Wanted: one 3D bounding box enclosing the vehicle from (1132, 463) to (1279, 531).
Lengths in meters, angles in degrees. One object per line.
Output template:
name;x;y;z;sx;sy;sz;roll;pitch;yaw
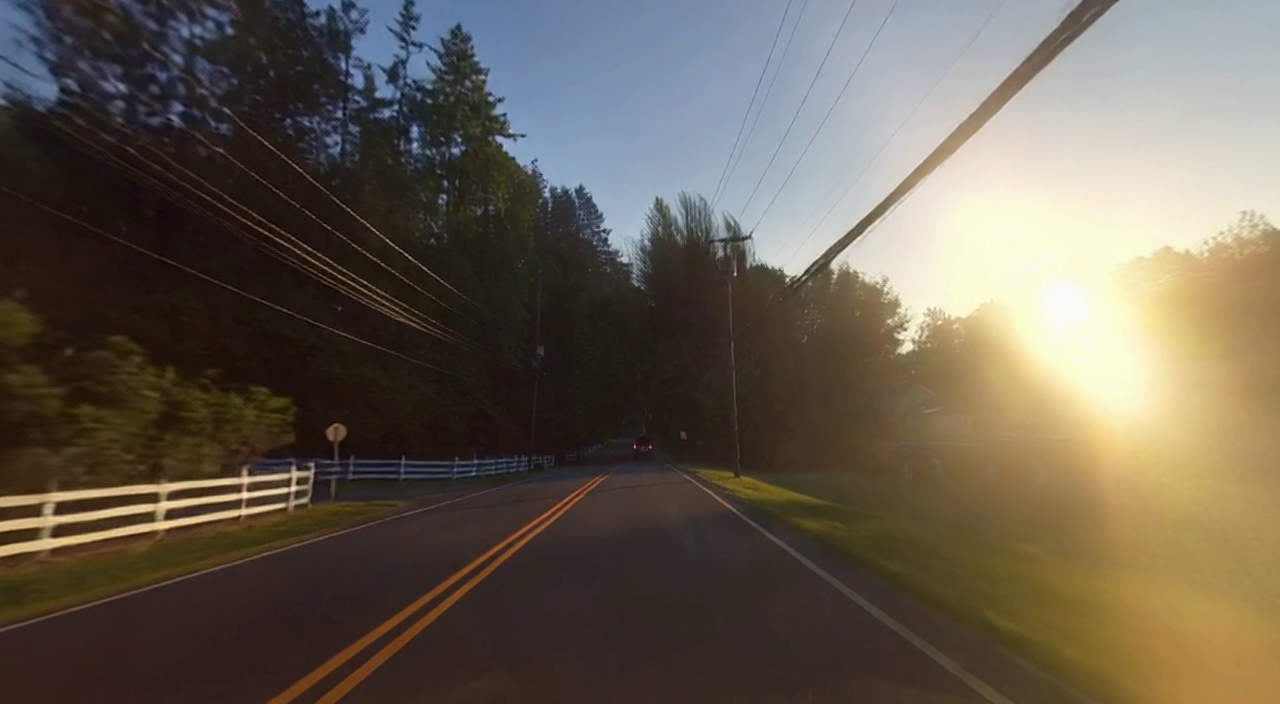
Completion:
vehicle;15.925;3.754;16.723;2.001;1.450;4.481;0;-9;-2
